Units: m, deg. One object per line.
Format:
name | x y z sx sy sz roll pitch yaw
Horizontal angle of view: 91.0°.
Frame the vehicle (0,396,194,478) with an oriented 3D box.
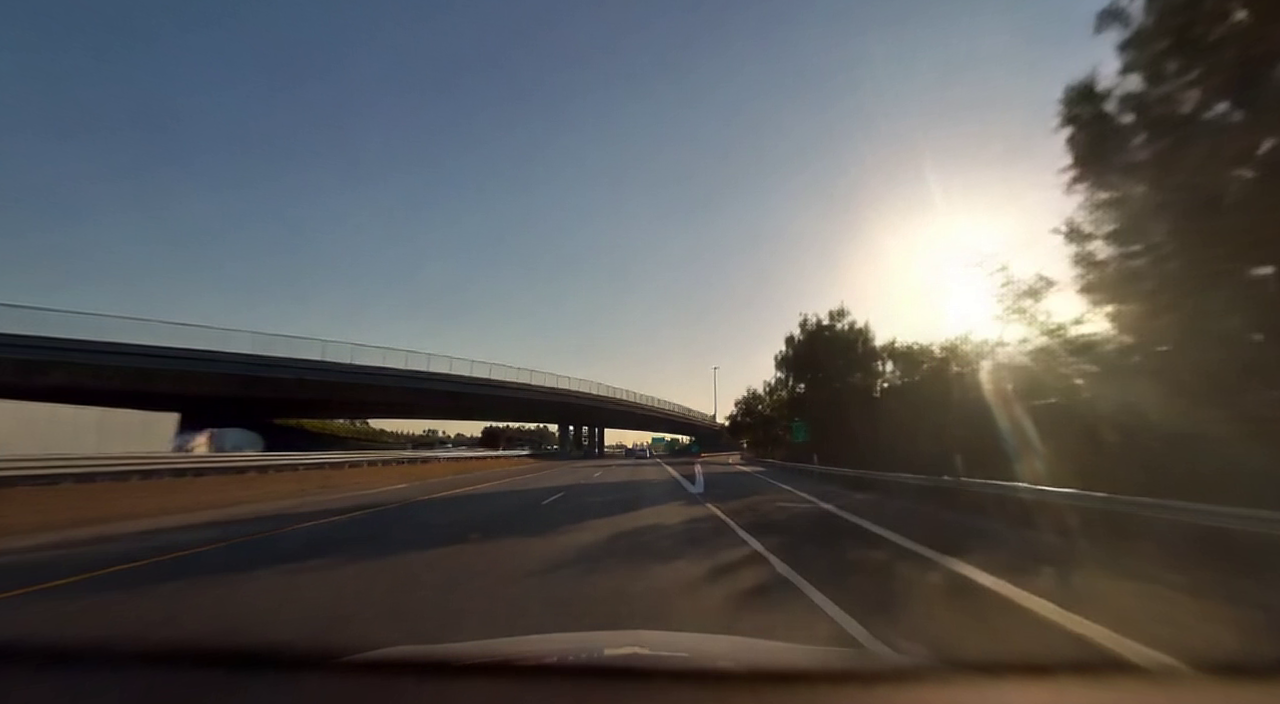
vehicle | -25.130 3.933 28.797 2.826 3.162 8.616 0 -9 2
